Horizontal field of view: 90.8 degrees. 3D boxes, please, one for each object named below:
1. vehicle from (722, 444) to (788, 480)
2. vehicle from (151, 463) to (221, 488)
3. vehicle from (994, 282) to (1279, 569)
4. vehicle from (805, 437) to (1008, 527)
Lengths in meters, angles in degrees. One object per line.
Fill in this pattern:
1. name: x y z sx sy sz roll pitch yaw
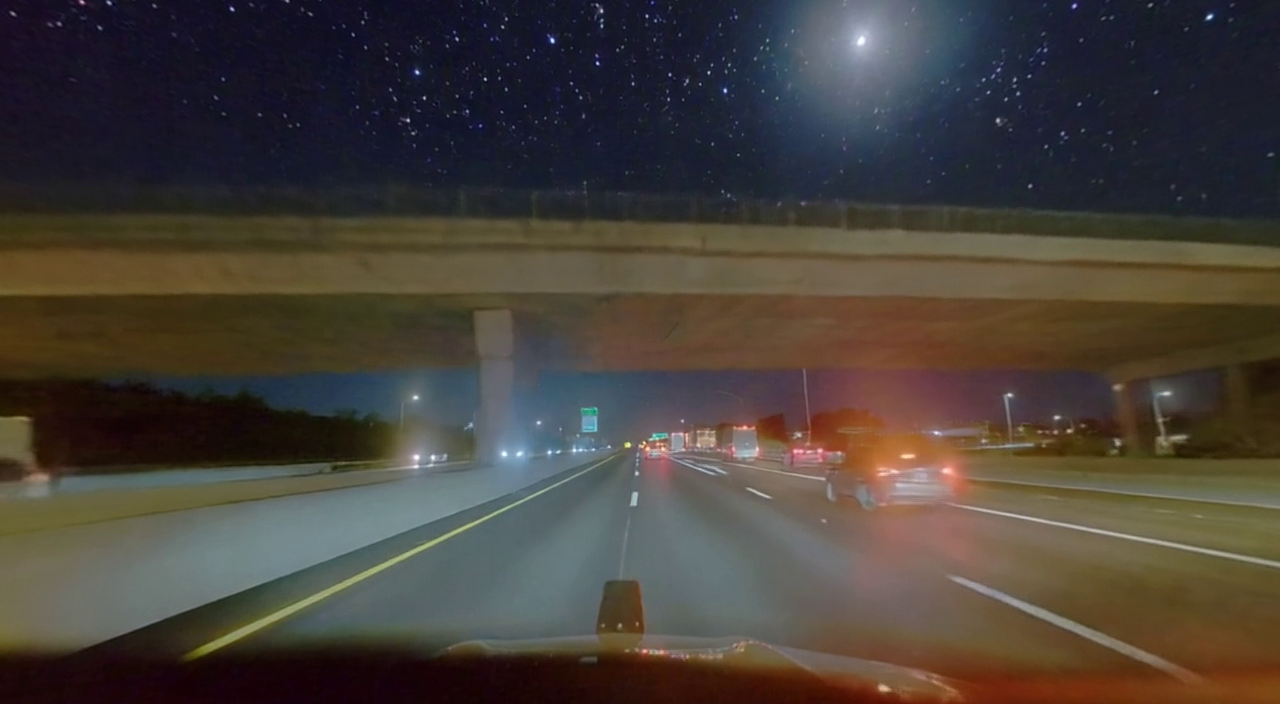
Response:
1. vehicle: 4.914 4.767 27.663 1.987 1.448 4.356 0 -8 -1
2. vehicle: -31.654 8.601 44.238 1.829 1.506 4.390 0 -8 -3
3. vehicle: 8.819 1.004 8.357 3.020 3.240 8.990 0 -8 0
4. vehicle: 5.116 2.547 13.127 1.959 1.483 5.135 0 -8 0
